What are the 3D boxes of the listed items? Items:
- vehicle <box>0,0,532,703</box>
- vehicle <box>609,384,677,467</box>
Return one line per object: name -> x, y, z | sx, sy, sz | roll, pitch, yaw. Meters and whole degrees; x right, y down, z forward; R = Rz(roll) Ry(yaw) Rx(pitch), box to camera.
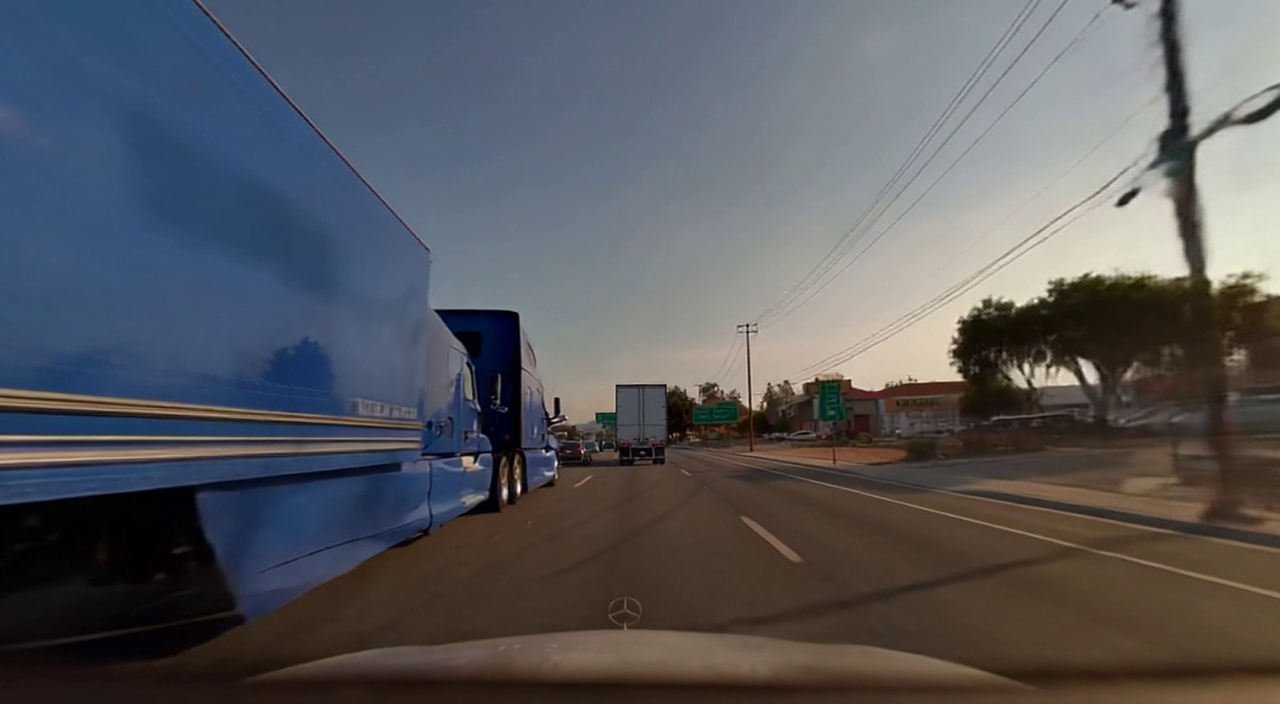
vehicle -> -3.912, 0.161, 6.070 | 2.875, 4.083, 15.756 | 0, -9, 0
vehicle -> 0.123, 3.934, 32.454 | 2.941, 3.604, 9.851 | 0, -8, 0
